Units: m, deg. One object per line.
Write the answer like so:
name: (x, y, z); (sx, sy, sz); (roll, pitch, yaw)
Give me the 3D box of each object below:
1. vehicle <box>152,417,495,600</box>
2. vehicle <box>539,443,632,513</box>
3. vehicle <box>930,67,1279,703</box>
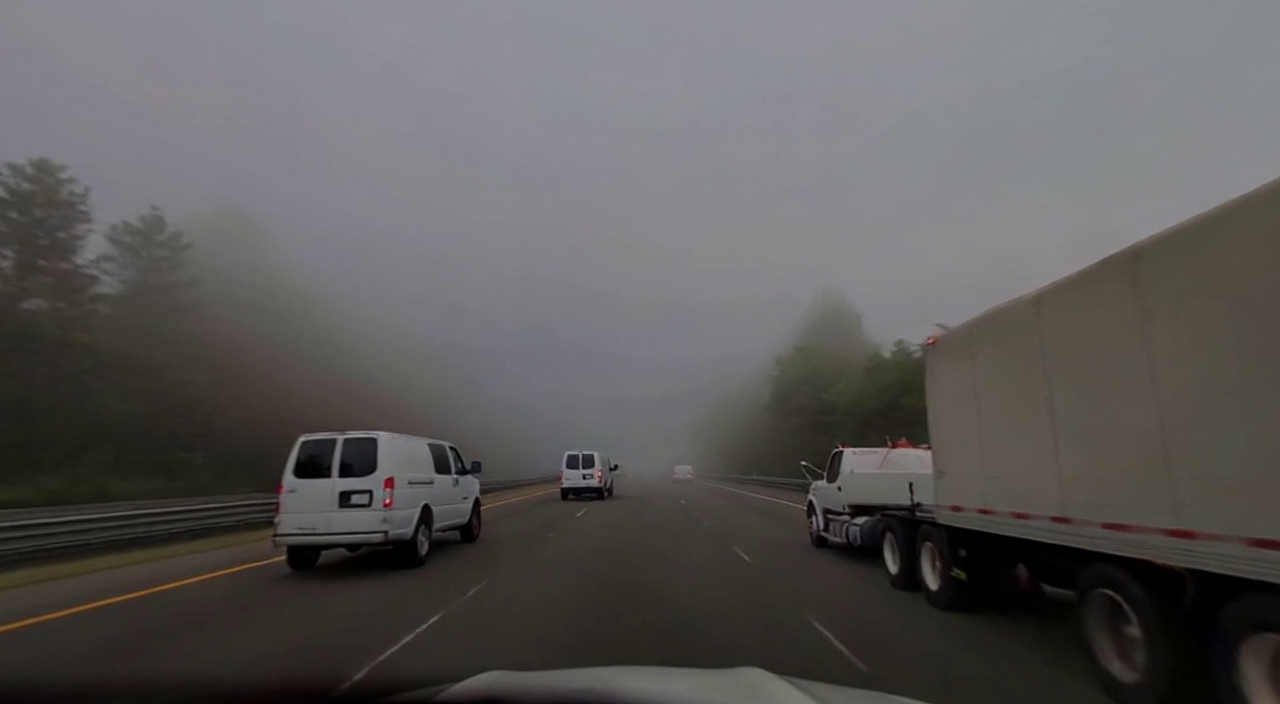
vehicle: (-3.490, 1.874, 8.145); (2.124, 1.671, 4.262); (1, -11, 1)
vehicle: (-1.595, 4.074, 20.619); (2.378, 1.930, 5.086); (1, -11, 2)
vehicle: (4.016, 0.410, 3.018); (2.703, 2.988, 5.097); (1, -11, 0)
